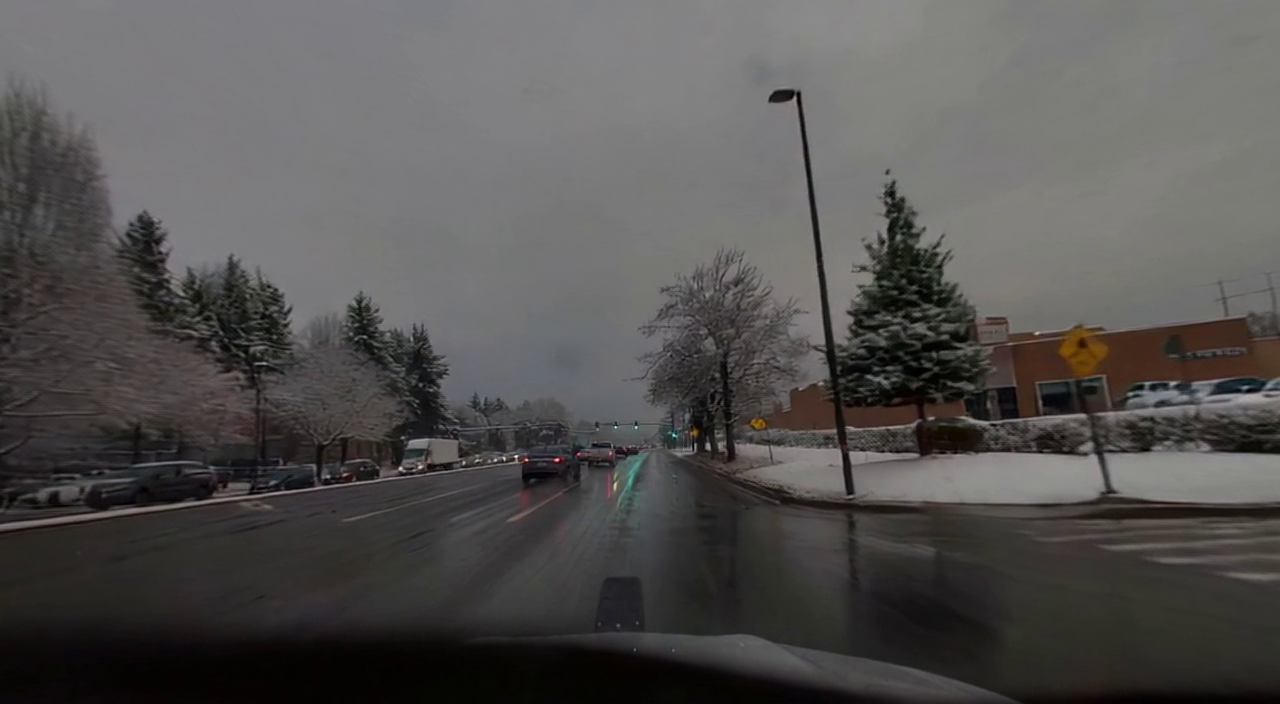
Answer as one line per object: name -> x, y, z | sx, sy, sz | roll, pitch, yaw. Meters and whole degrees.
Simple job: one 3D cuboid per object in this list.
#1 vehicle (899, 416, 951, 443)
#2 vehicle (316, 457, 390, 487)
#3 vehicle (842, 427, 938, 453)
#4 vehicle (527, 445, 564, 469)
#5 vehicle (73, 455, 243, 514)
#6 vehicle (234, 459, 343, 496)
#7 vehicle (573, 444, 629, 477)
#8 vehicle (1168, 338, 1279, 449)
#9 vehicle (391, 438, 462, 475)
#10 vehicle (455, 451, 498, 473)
vehicle -> 21.406, 5.926, 47.721 | 1.950, 1.823, 4.752 | -1, -9, 4
vehicle -> -16.228, 6.790, 36.028 | 2.024, 1.531, 4.580 | 0, -8, 1
vehicle -> 14.493, 5.145, 36.841 | 4.739, 1.424, 1.936 | 0, -8, 1
vehicle -> -7.296, 8.106, 49.086 | 2.054, 1.744, 4.422 | 0, -8, 2
vehicle -> -16.422, 4.486, 21.936 | 2.073, 1.749, 4.770 | 0, -8, 1
vehicle -> -16.376, 5.847, 29.807 | 2.162, 1.480, 5.017 | 0, -8, 1
vehicle -> -1.855, 5.367, 31.517 | 2.235, 1.500, 4.420 | -1, -8, 4
vehicle -> 14.063, 0.882, 12.404 | 5.161, 1.993, 2.293 | -1, -8, 3
vehicle -> -16.397, 8.062, 49.067 | 2.599, 2.675, 7.177 | -1, -8, 4
vehicle -> -12.348, 8.318, 48.049 | 2.013, 1.498, 4.474 | 0, -8, 0
